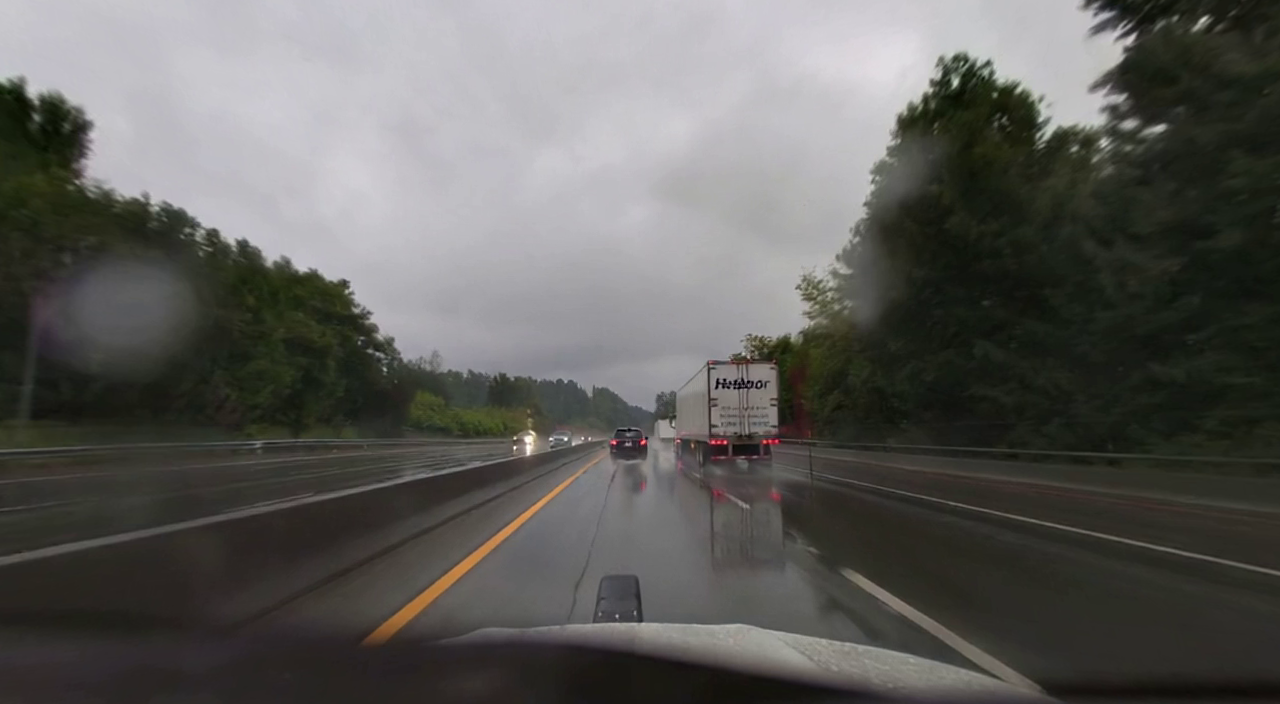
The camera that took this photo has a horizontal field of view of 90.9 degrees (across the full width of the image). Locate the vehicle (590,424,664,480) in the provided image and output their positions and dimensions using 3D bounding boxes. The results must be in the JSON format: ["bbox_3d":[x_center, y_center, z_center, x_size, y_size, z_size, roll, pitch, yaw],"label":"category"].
[{"bbox_3d":[-0.406,3.113,19.922,2.095,1.557,3.963,0,-8,-1],"label":"vehicle"}]

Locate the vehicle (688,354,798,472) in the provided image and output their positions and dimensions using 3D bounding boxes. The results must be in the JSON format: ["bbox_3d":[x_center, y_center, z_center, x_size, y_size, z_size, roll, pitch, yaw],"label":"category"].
[{"bbox_3d":[3.910,2.729,26.646,2.853,4.038,9.832,0,-8,-1],"label":"vehicle"}]
